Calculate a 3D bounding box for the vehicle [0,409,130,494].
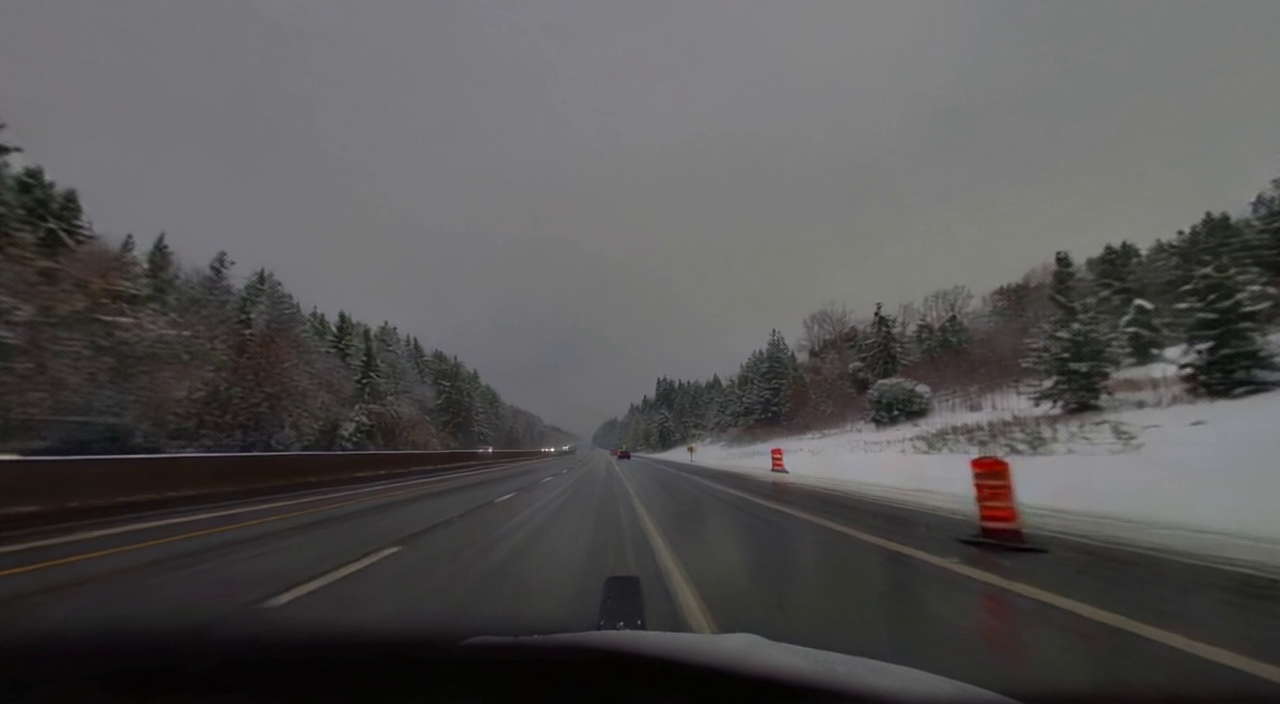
[{"bbox_3d":[-19.098,3.014,19.122,2.411,2.328,5.807,0,-9,-2],"label":"vehicle"}]
